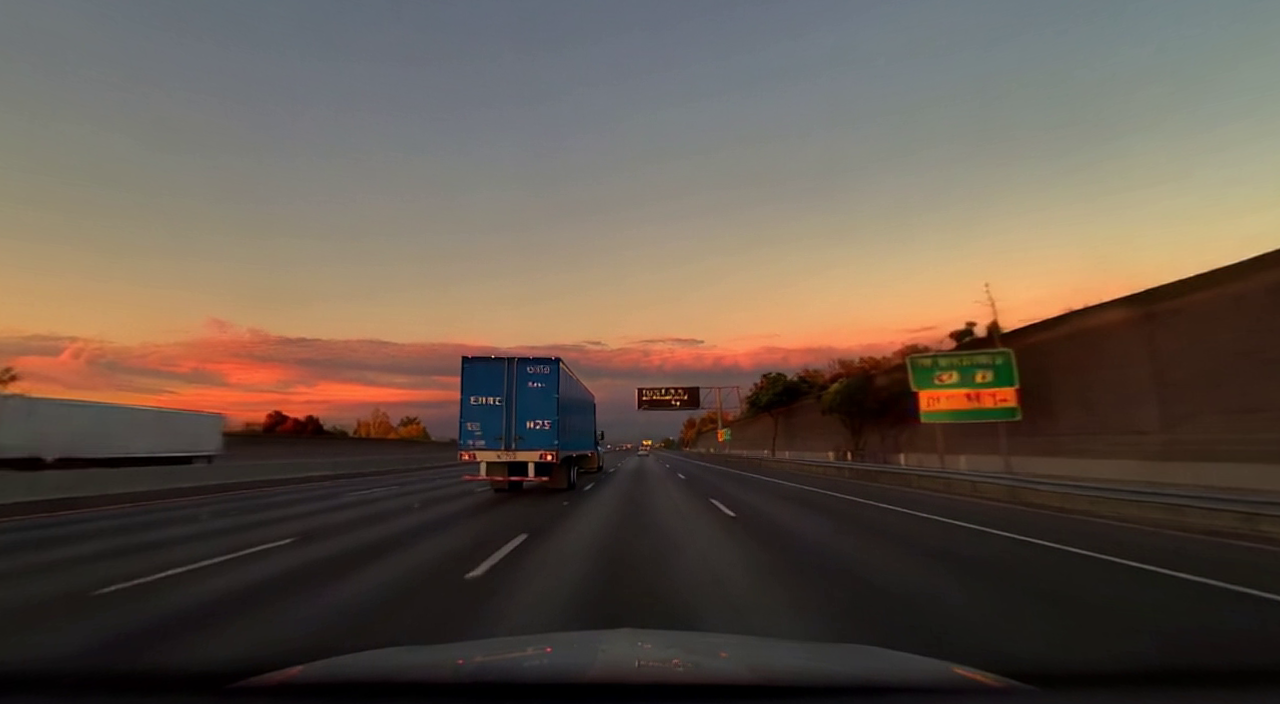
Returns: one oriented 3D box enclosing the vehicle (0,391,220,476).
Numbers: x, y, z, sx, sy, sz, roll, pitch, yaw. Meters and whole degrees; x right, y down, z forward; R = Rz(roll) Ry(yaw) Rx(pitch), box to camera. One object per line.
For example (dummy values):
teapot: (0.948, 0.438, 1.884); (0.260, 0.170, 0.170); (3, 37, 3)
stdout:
vehicle: (-32.050, 4.981, 37.151); (2.915, 4.008, 16.819); (0, -9, 0)

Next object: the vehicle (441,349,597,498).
vehicle: (-3.570, 2.707, 22.274); (3.059, 3.956, 11.036); (0, -9, 1)
